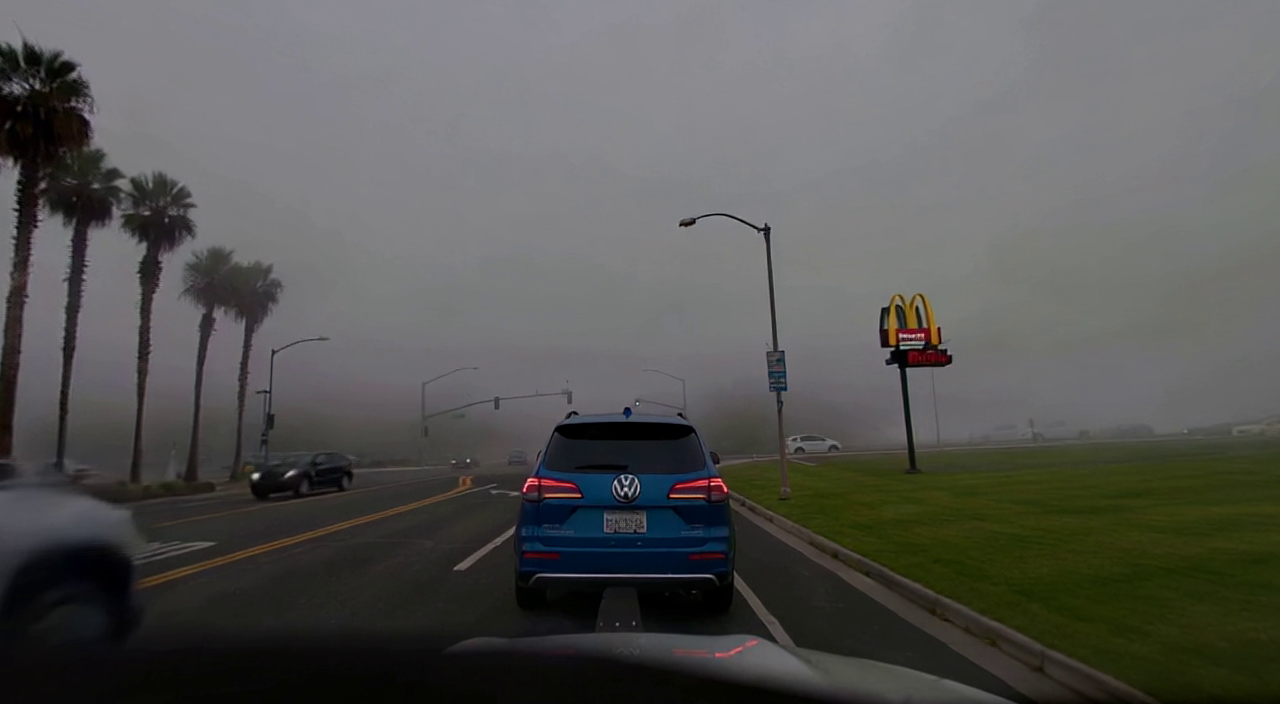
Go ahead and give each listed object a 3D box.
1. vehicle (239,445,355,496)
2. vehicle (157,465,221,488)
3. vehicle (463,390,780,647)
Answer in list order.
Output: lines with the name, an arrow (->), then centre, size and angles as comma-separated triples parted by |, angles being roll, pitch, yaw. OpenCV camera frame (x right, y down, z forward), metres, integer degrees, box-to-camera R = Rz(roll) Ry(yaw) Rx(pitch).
vehicle -> -13.516, 4.659, 25.336 | 2.029, 1.820, 4.915 | 0, -9, -2
vehicle -> -33.441, 9.217, 46.936 | 1.792, 1.439, 3.952 | 0, -9, 1
vehicle -> -0.142, 1.419, 6.326 | 2.137, 1.728, 3.926 | 0, -9, -1
